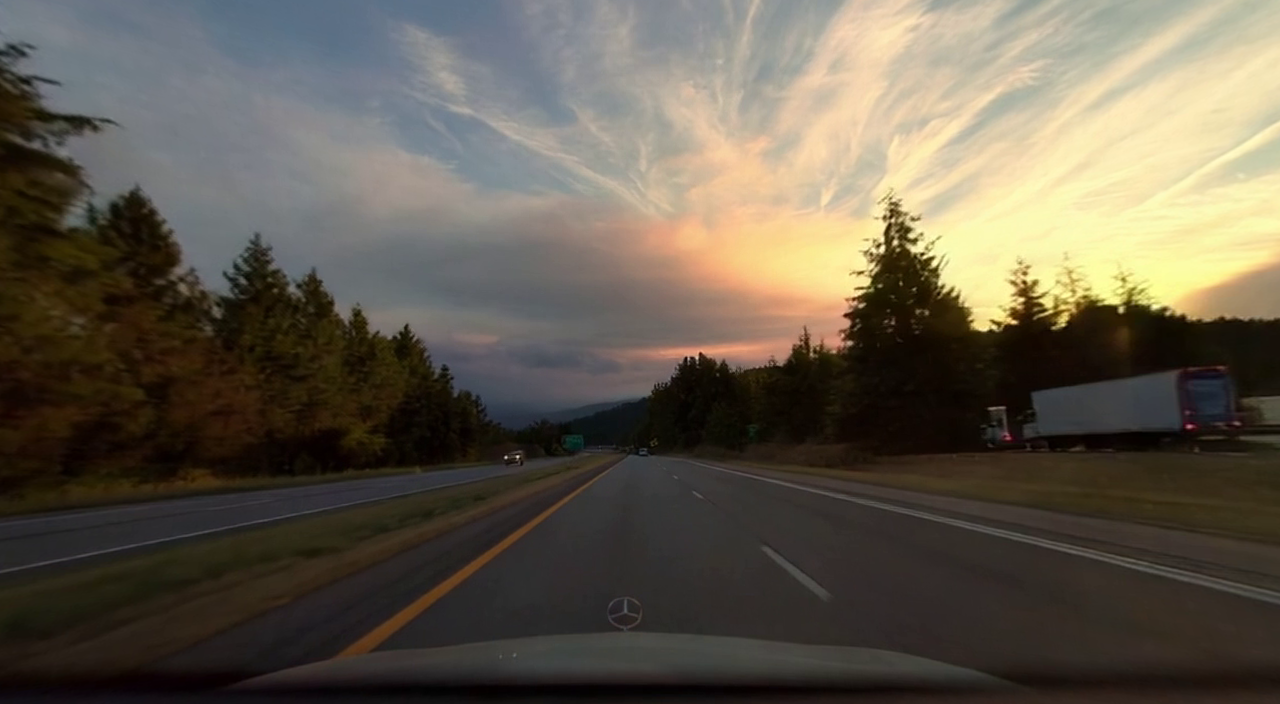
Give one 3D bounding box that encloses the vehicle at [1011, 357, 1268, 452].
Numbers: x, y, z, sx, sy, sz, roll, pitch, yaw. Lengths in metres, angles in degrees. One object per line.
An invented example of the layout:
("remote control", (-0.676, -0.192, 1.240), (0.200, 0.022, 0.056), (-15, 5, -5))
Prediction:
("vehicle", (25.783, 3.347, 34.383), (2.909, 4.099, 14.187), (0, -9, 2))
